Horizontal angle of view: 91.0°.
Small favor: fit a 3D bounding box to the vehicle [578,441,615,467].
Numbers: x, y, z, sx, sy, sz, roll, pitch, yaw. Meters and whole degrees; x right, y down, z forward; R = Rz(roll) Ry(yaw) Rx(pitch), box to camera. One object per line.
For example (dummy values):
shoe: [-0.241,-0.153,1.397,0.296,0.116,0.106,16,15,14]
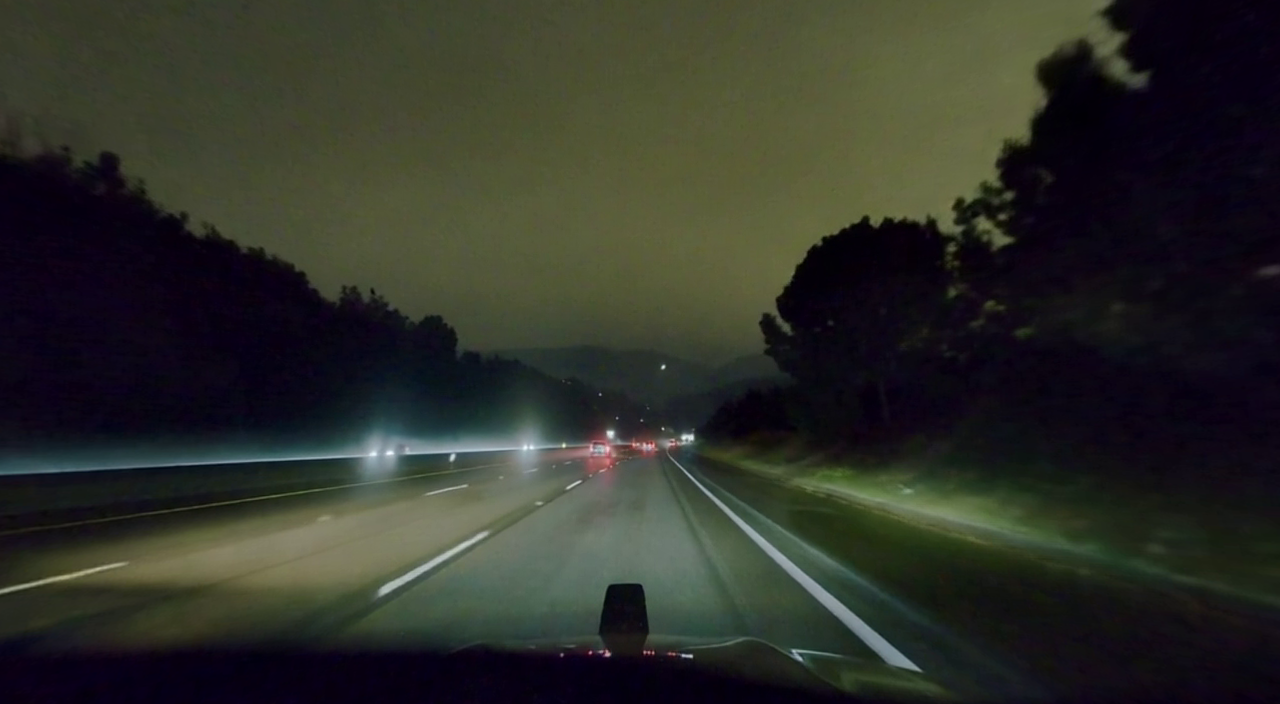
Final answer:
vehicle: [-2.701,6.492,40.157,2.015,1.561,4.469,0,-8,0]
